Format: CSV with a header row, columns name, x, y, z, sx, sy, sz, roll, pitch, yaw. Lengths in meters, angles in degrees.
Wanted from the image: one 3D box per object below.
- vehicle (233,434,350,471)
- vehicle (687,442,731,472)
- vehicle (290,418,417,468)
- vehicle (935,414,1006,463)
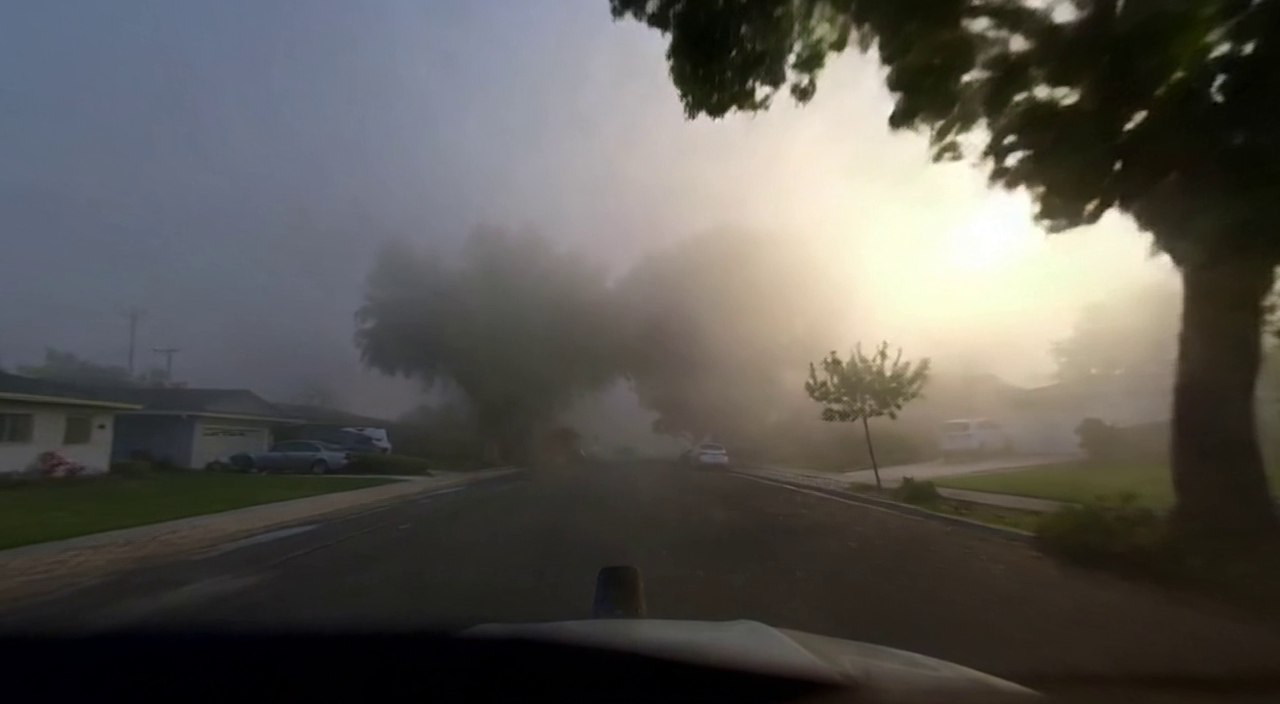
name,x,y,z,sx,sy,sz,roll,pitch,yaw
vehicle,-15.955,4.636,29.034,2.018,1.534,4.253,-4,-10,25
vehicle,3.715,5.720,34.605,2.011,1.521,4.292,0,-8,1
vehicle,-16.972,5.440,37.454,6.381,2.645,2.703,-3,-9,10
vehicle,14.742,3.848,27.960,2.222,1.963,4.670,-6,-10,33
